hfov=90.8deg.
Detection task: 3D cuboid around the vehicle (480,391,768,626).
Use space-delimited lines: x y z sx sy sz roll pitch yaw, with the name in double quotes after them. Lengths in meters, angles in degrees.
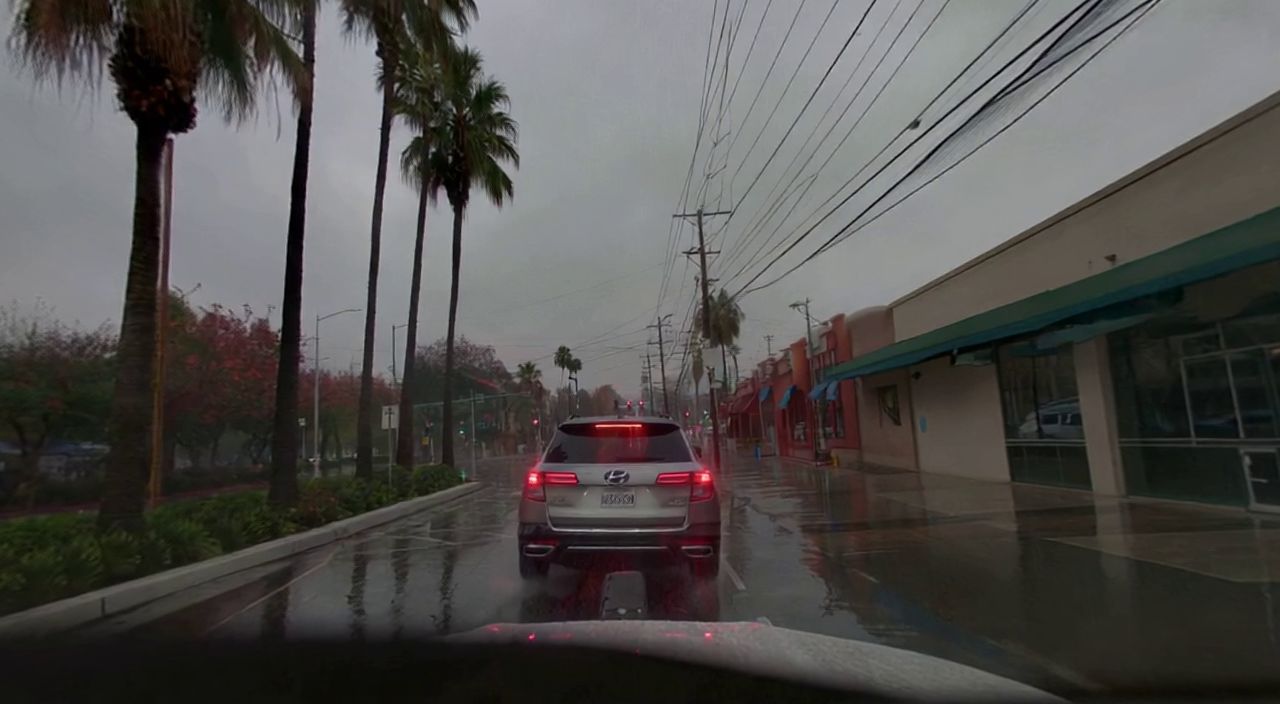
-0.191 1.415 6.595 2.105 1.702 3.750 0 -8 -3 "vehicle"
